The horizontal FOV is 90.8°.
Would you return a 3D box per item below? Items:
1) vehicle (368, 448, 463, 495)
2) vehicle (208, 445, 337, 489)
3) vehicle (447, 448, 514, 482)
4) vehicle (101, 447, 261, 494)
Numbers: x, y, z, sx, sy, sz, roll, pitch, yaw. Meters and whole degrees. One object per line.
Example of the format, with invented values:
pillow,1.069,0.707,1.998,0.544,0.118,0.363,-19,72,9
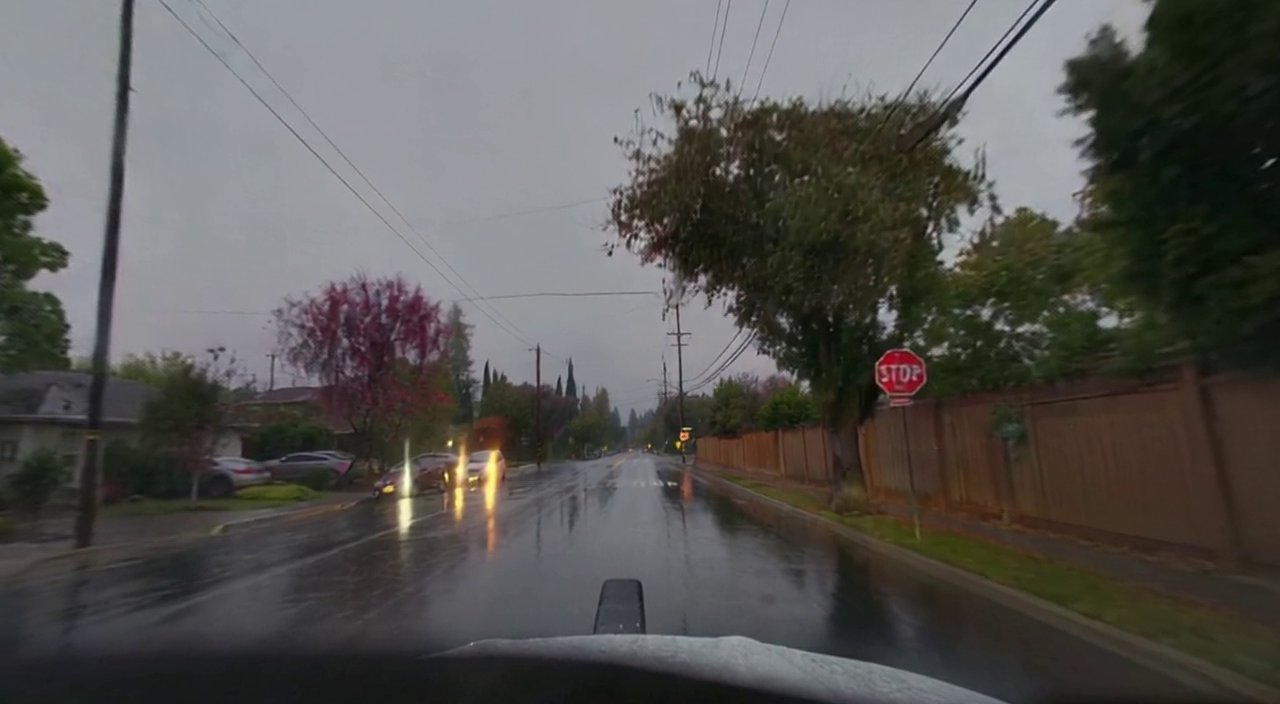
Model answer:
vehicle,-8.548,4.556,24.491,1.950,1.627,4.027,-1,-8,4
vehicle,-16.223,5.071,28.109,4.364,1.802,2.122,1,-9,-7
vehicle,-8.465,5.980,33.851,2.047,1.679,3.948,-1,-9,8
vehicle,-17.967,4.625,25.021,4.539,1.737,2.098,2,-9,-14
